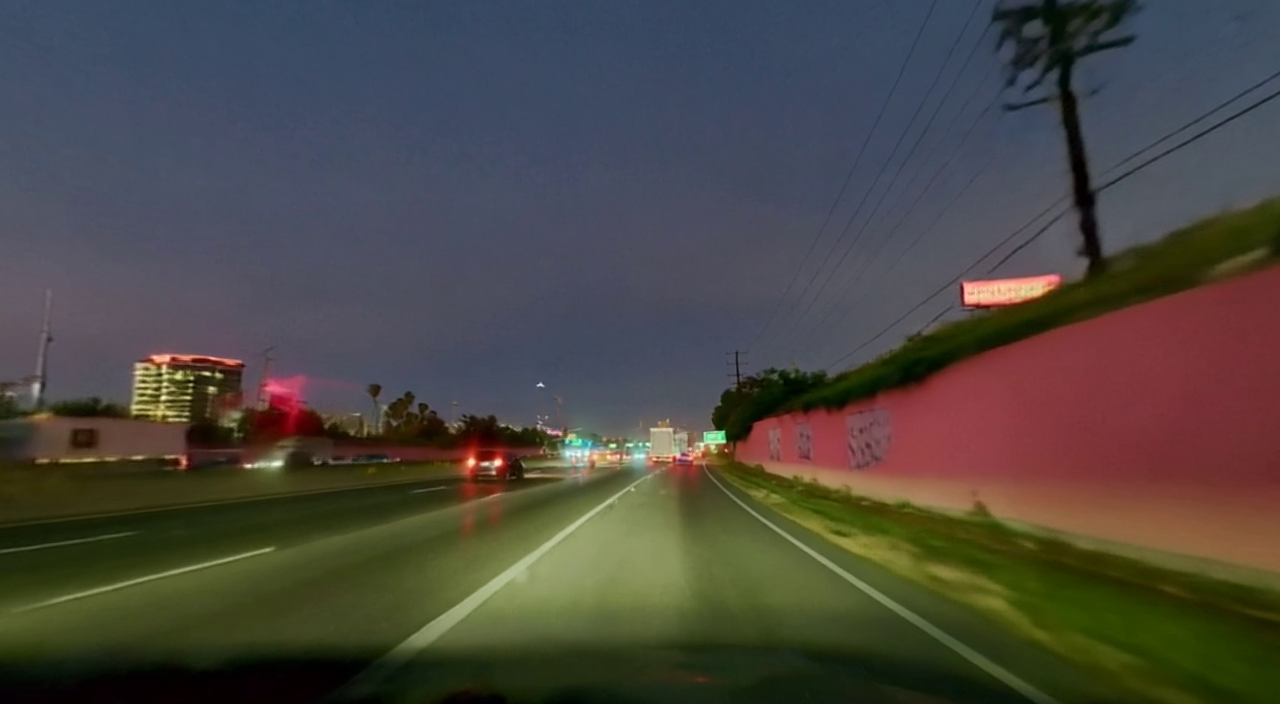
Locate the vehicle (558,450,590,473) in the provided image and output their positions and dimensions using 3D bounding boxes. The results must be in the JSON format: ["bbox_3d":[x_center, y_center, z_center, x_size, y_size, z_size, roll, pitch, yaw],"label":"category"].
[{"bbox_3d":[-4.559,7.558,43.644,1.708,1.489,2.840,-1,-9,4],"label":"vehicle"}]

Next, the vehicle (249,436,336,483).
[{"bbox_3d":[-24.808,7.656,45.290,2.499,3.087,5.698,-1,-9,6],"label":"vehicle"}]

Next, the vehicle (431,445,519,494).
[{"bbox_3d":[-5.796,4.163,22.679,1.966,1.565,3.766,-1,-9,3],"label":"vehicle"}]

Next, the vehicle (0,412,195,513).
[{"bbox_3d":[-22.323,4.212,24.456,2.878,3.290,9.214,-1,-9,3],"label":"vehicle"}]

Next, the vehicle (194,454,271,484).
[{"bbox_3d":[-29.648,8.482,46.094,2.067,1.971,4.827,-1,-9,6],"label":"vehicle"}]

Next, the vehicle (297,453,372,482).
[{"bbox_3d":[-20.989,7.934,43.573,2.076,1.824,5.373,-1,-9,5],"label":"vehicle"}]
